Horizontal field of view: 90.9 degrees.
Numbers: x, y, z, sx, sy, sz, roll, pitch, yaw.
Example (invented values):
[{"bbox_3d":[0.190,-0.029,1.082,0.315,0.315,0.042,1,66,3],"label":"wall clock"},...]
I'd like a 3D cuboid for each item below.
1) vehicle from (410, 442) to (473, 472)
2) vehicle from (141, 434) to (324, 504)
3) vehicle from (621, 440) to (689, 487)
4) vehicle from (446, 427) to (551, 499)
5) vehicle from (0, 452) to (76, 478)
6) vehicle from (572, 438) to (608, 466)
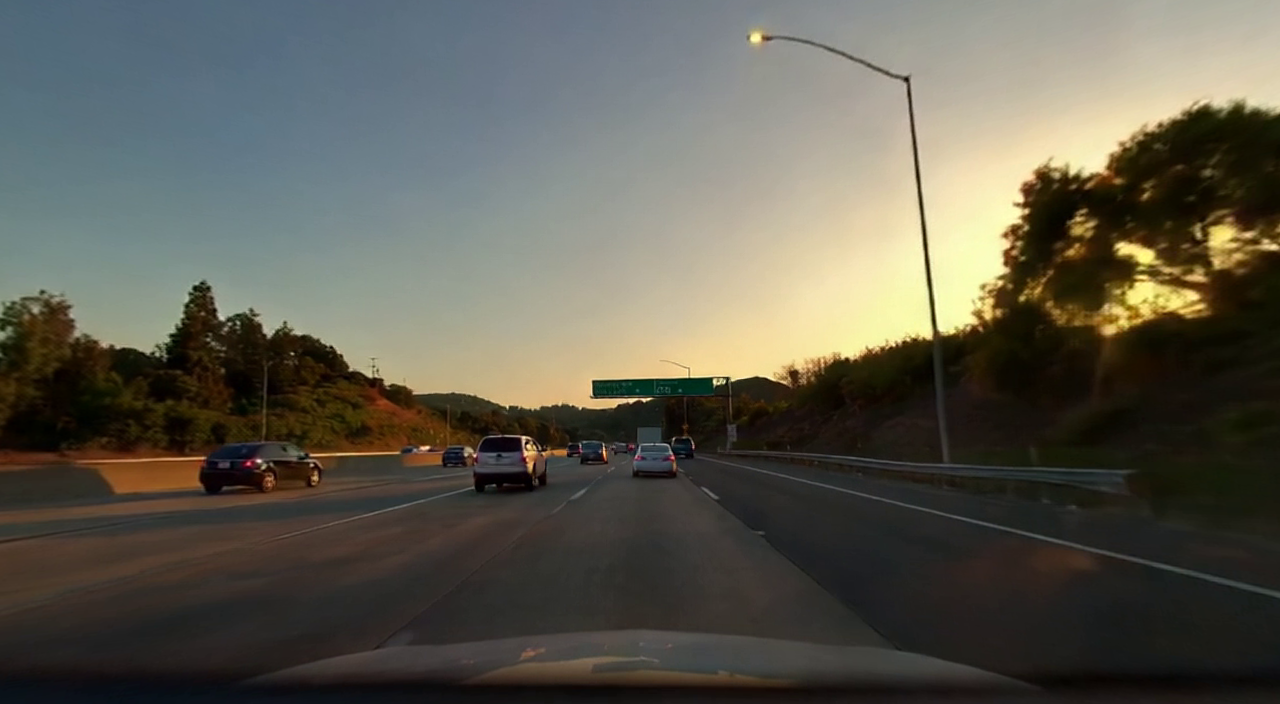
[{"bbox_3d":[-10.767,5.708,34.582,1.902,1.478,4.505,0,-8,1],"label":"vehicle"},{"bbox_3d":[-10.593,3.047,16.881,1.941,1.602,4.277,0,-8,2],"label":"vehicle"},{"bbox_3d":[0.463,3.718,21.359,2.054,1.421,4.090,0,-8,0],"label":"vehicle"},{"bbox_3d":[-3.743,3.014,17.524,1.903,1.721,4.210,0,-8,1],"label":"vehicle"},{"bbox_3d":[-36.124,6.726,37.645,1.541,1.414,3.511,0,-8,1],"label":"vehicle"},{"bbox_3d":[-3.120,6.346,40.074,1.897,1.646,4.049,0,-8,1],"label":"vehicle"}]
